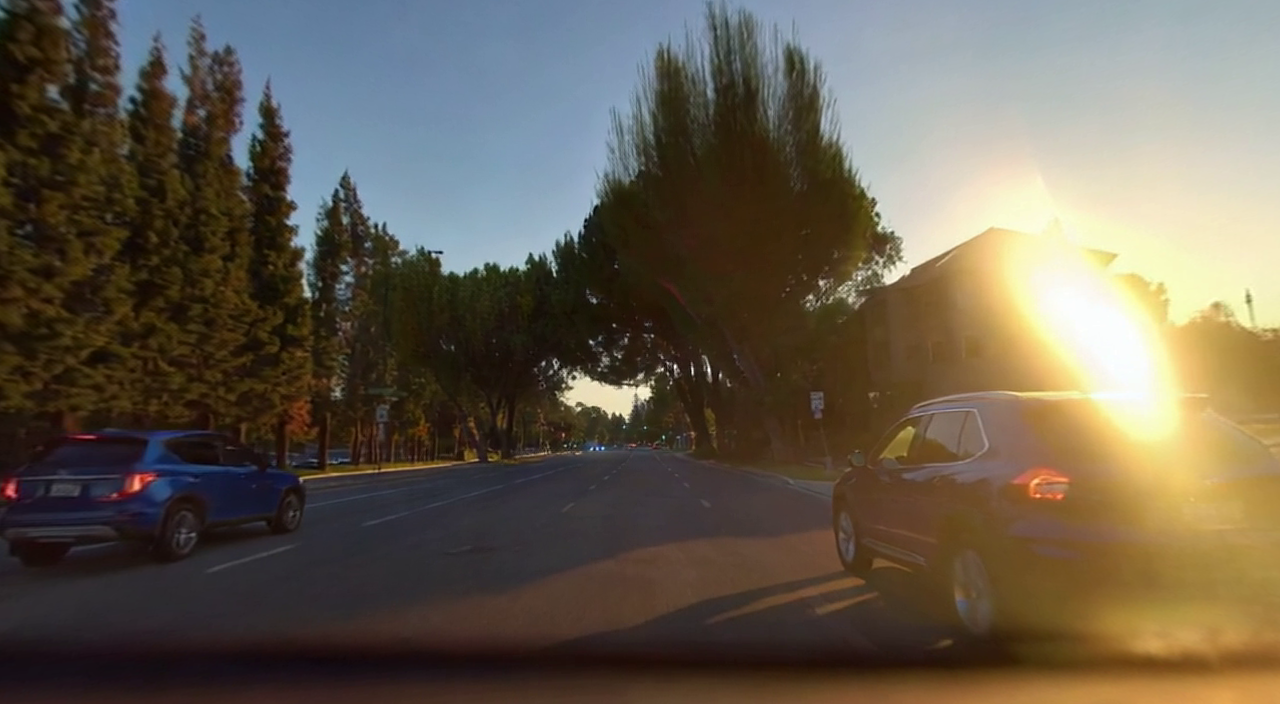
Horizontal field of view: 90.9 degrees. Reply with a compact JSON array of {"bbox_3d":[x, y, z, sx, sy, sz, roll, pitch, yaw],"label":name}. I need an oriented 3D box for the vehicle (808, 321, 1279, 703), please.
[{"bbox_3d":[2.931,1.090,4.733,2.047,1.768,4.607,0,-9,0],"label":"vehicle"}]

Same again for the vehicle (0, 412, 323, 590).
[{"bbox_3d":[-6.542,1.796,8.507,2.069,1.690,4.837,0,-9,-1],"label":"vehicle"}]
